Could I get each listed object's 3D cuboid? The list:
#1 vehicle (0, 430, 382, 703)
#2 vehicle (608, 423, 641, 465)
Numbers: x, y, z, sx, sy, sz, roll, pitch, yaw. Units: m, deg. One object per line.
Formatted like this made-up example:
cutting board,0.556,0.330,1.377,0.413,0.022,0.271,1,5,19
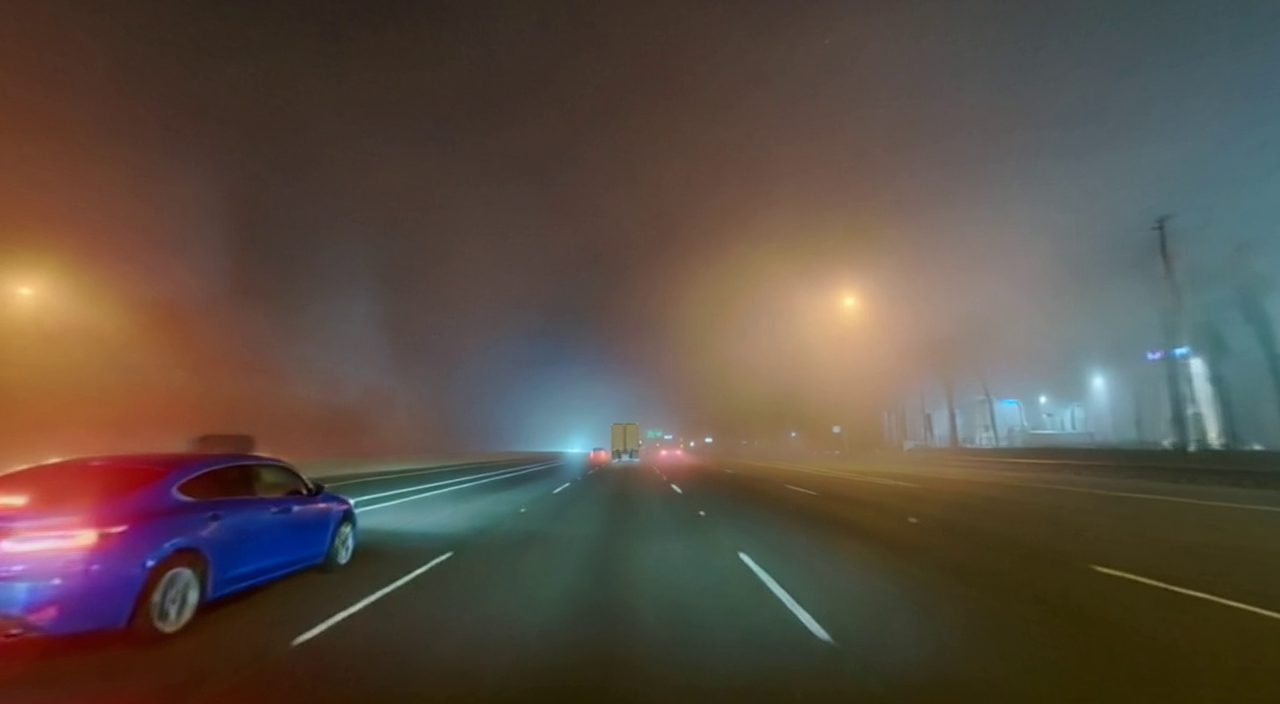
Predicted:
vehicle,-4.021,1.401,4.994,2.097,1.447,4.291,0,-8,1
vehicle,-1.185,7.083,48.711,2.364,2.953,6.495,0,-8,-1
